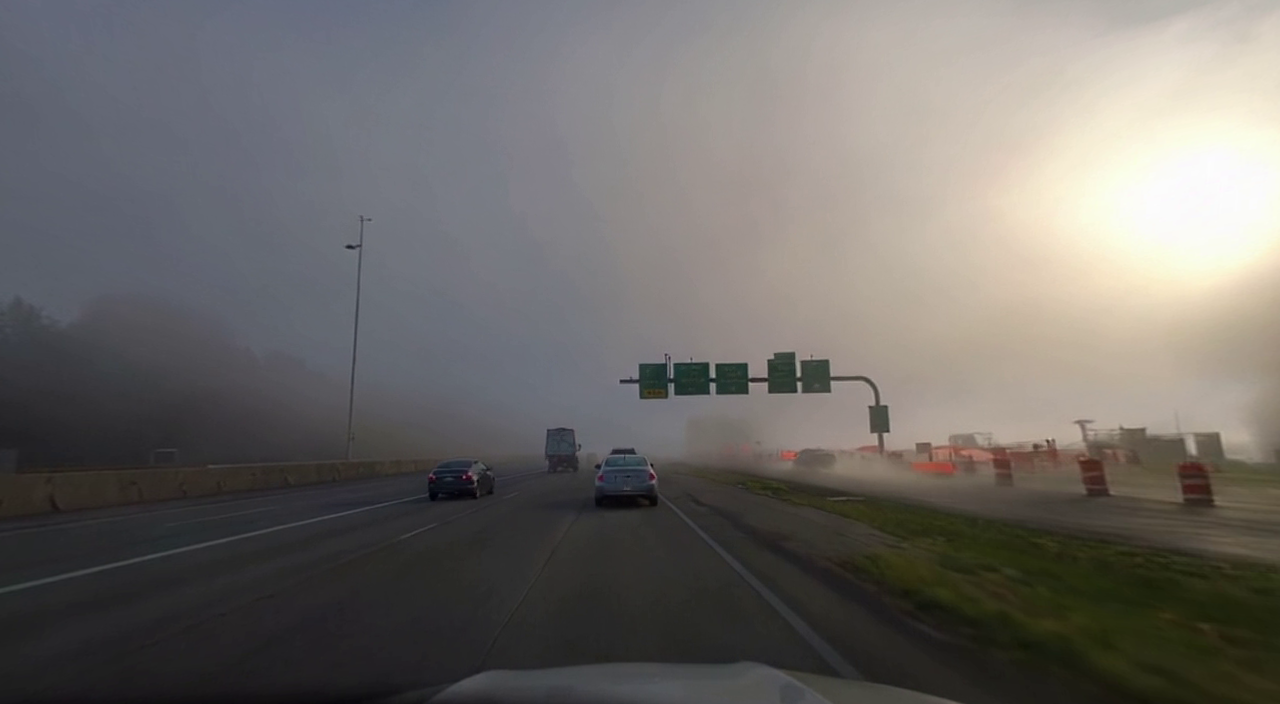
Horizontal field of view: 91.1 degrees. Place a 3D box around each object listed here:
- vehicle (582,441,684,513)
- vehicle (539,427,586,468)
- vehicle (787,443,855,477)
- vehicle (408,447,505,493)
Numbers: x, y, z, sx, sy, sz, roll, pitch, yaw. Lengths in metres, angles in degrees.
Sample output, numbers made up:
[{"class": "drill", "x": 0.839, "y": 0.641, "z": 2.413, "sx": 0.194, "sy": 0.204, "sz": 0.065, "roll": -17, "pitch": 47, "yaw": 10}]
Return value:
[{"class": "vehicle", "x": -0.194, "y": 2.828, "z": 14.665, "sx": 2.080, "sy": 1.451, "sz": 3.512, "roll": 0, "pitch": -9, "yaw": -2}, {"class": "vehicle", "x": -5.285, "y": 6.702, "z": 44.102, "sx": 2.326, "sy": 2.645, "sz": 6.249, "roll": -1, "pitch": -9, "yaw": 2}, {"class": "vehicle", "x": 8.317, "y": 4.979, "z": 29.186, "sx": 1.871, "sy": 1.460, "sz": 3.754, "roll": 0, "pitch": -9, "yaw": -3}, {"class": "vehicle", "x": -6.161, "y": 3.987, "z": 21.639, "sx": 2.063, "sy": 1.417, "sz": 4.000, "roll": 0, "pitch": -9, "yaw": 1}]
